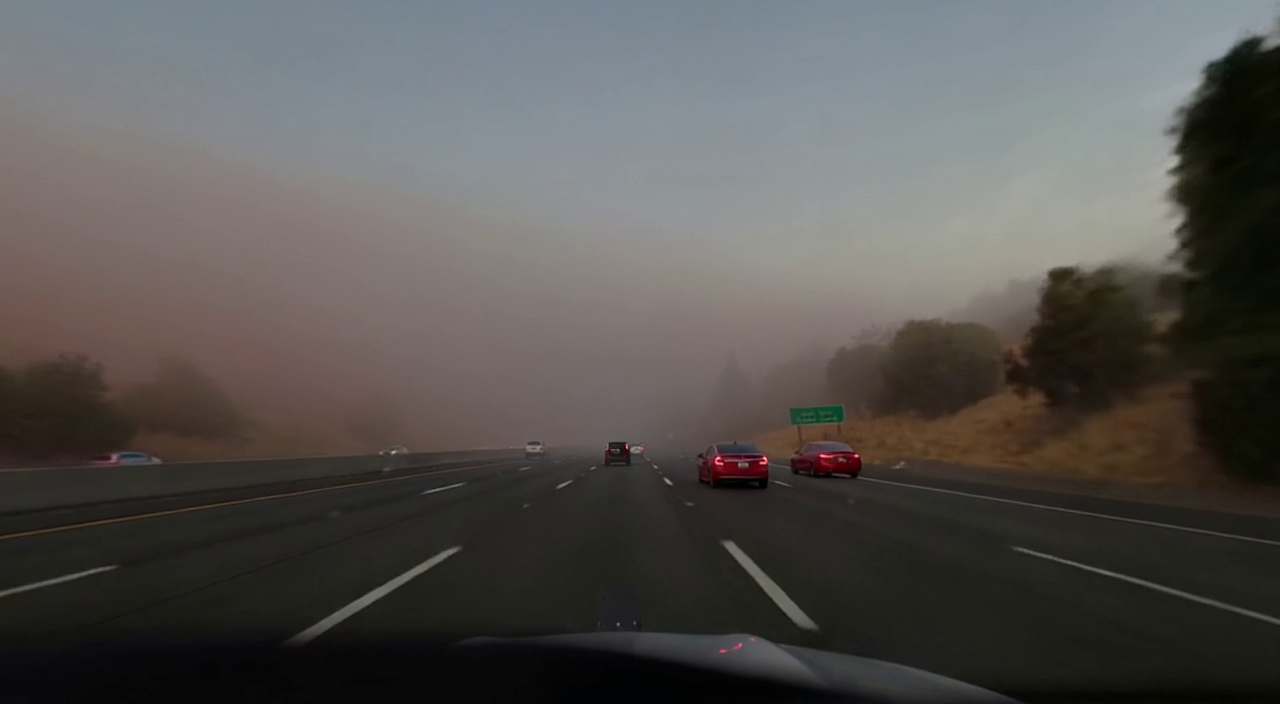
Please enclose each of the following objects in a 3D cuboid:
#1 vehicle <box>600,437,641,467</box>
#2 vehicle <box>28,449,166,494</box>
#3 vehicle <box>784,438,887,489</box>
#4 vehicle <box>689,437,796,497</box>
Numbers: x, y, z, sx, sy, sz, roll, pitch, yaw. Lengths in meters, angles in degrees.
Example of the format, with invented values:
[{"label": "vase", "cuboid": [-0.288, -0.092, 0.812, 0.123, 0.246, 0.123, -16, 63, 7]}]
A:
[{"label": "vehicle", "cuboid": [-1.113, 5.934, 37.546, 2.277, 1.675, 4.023, 0, -8, -1]}, {"label": "vehicle", "cuboid": [-25.966, 5.693, 30.525, 2.390, 1.856, 4.803, 1, -8, 0]}, {"label": "vehicle", "cuboid": [6.195, 3.569, 20.585, 1.845, 1.452, 4.352, 0, -8, -2]}, {"label": "vehicle", "cuboid": [2.781, 3.237, 18.338, 2.120, 1.492, 4.734, 0, -8, -2]}]
